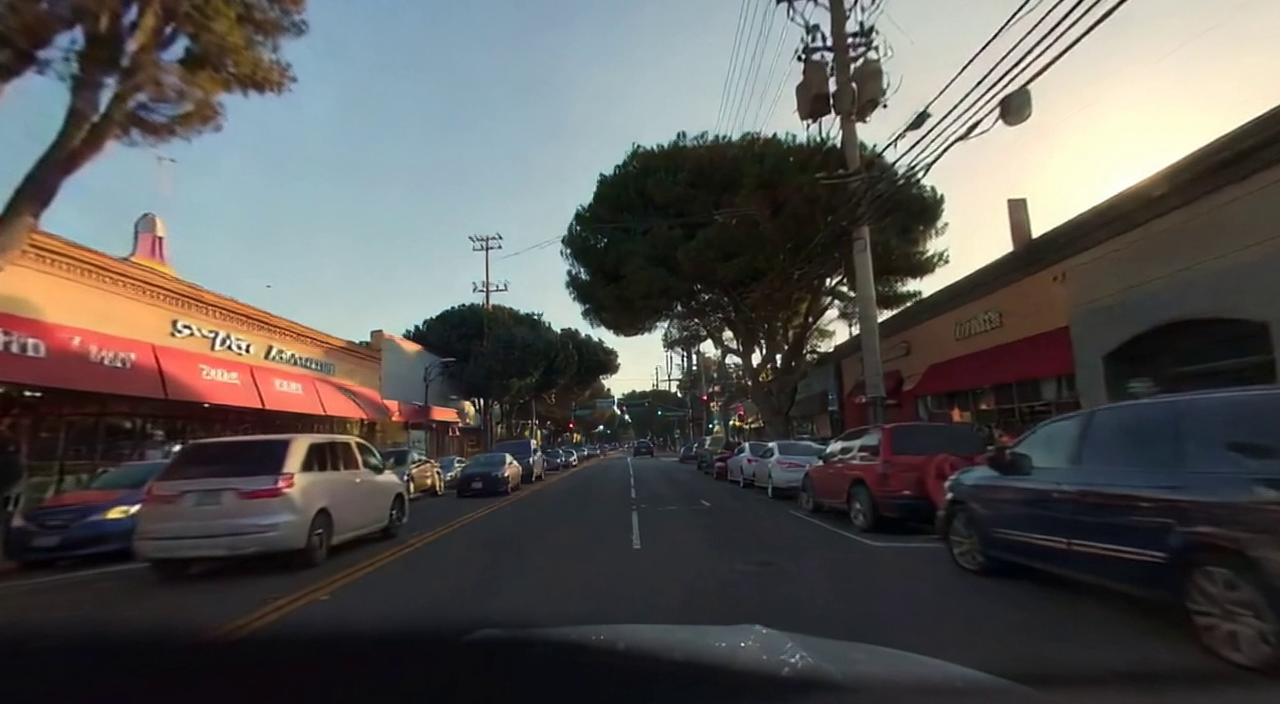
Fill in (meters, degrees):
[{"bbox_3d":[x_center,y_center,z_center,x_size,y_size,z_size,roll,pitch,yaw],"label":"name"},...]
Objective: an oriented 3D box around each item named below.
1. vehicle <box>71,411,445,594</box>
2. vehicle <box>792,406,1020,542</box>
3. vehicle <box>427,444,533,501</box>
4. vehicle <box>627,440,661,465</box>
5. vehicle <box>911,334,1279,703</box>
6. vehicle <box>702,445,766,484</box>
[{"bbox_3d":[-4.628,1.879,8.933,2.341,1.825,4.924,0,-8,-2],"label":"vehicle"},{"bbox_3d":[4.554,2.173,11.943,2.044,1.990,5.035,0,-8,-1],"label":"vehicle"},{"bbox_3d":[-4.650,3.558,19.139,2.053,1.485,4.540,0,-8,0],"label":"vehicle"},{"bbox_3d":[0.228,7.756,48.946,2.440,1.882,4.611,0,-8,-2],"label":"vehicle"},{"bbox_3d":[4.575,1.182,5.314,2.243,1.992,5.087,0,-8,-1],"label":"vehicle"},{"bbox_3d":[4.018,4.856,27.632,1.921,1.440,4.382,-1,-8,-3],"label":"vehicle"}]
